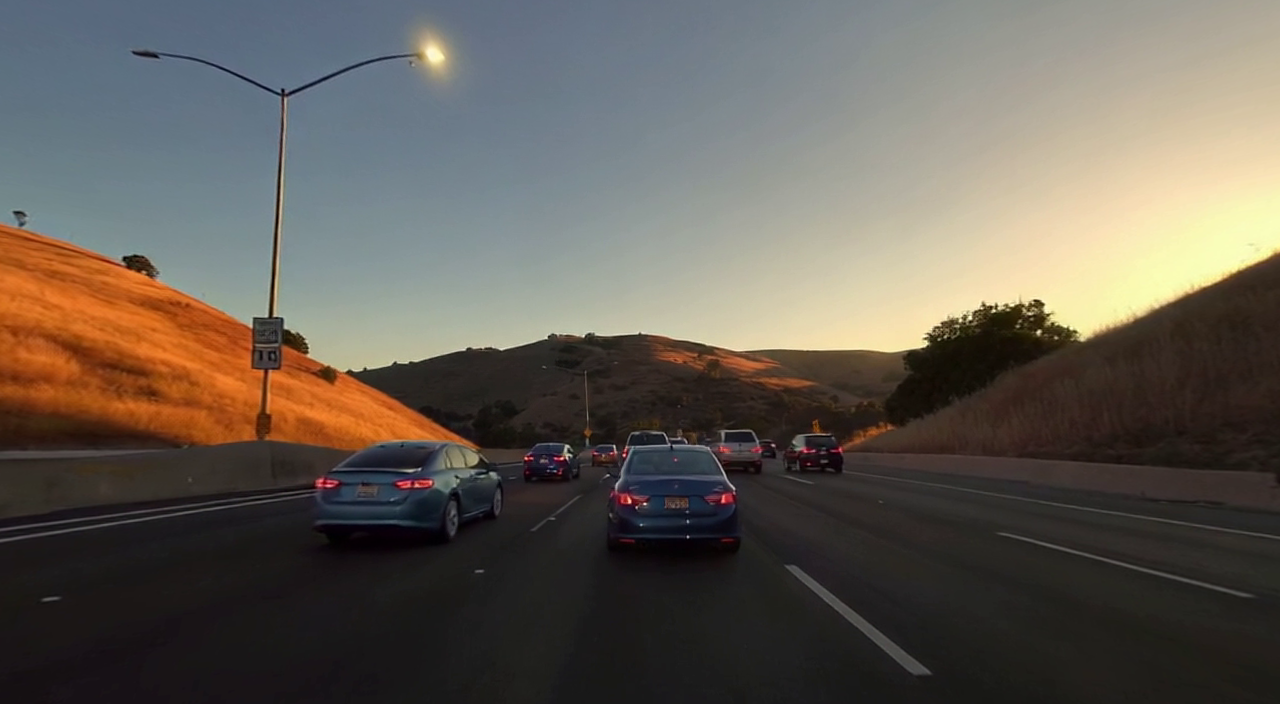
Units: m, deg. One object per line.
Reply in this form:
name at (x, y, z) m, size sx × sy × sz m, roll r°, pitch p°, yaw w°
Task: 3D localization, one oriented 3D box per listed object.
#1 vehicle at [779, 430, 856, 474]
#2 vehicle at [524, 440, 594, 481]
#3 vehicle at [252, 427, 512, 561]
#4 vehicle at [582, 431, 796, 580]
vehicle at (7.729, 4.398, 27.959) m, size 2.071 × 1.754 × 4.586 m, roll 0°, pitch -8°, yaw 0°
vehicle at (-3.085, 4.233, 24.873) m, size 2.017 × 1.446 × 4.384 m, roll -1°, pitch -8°, yaw 2°
vehicle at (-3.417, 1.962, 9.480) m, size 2.033 × 1.513 × 4.333 m, roll 0°, pitch -8°, yaw 1°
vehicle at (0.503, 1.793, 8.162) m, size 2.072 × 1.431 × 3.904 m, roll 0°, pitch -8°, yaw 1°
